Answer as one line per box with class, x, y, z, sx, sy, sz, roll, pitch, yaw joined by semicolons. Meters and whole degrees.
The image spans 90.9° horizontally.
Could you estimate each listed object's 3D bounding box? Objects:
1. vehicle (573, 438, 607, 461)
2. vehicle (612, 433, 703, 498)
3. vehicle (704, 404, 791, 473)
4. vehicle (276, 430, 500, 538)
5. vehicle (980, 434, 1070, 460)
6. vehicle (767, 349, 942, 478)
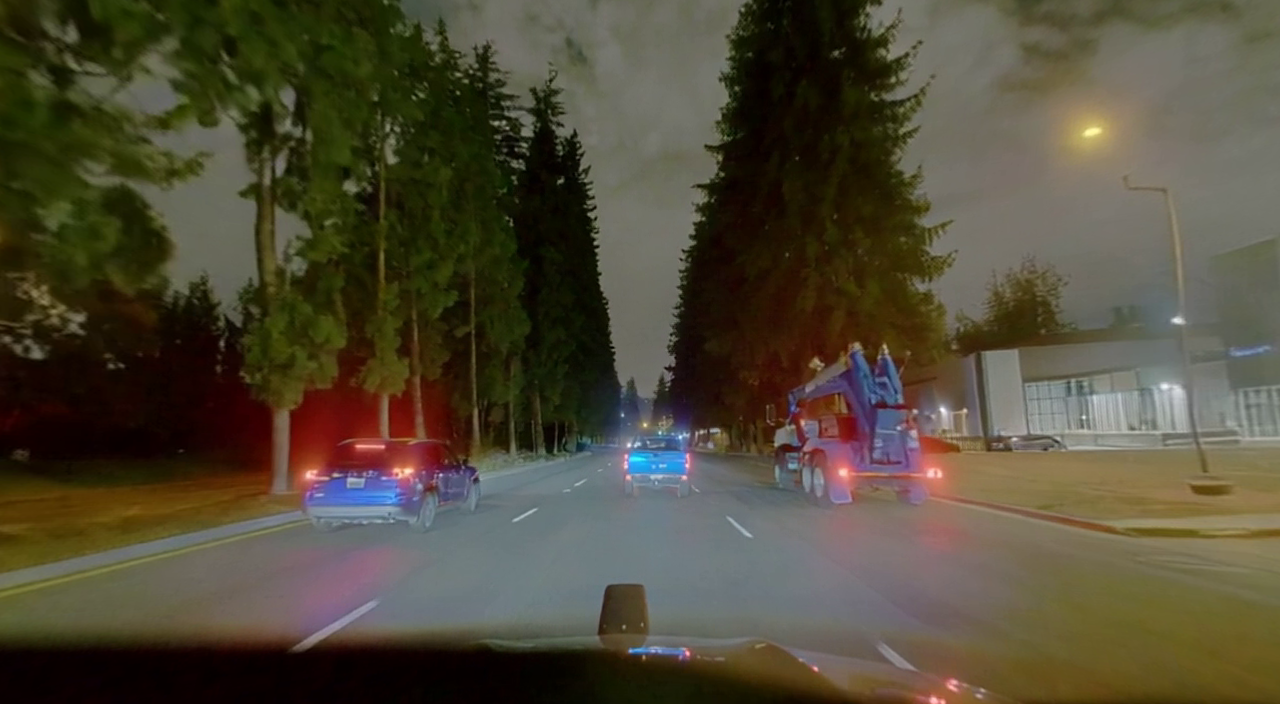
vehicle;-3.666;7.275;47.076;2.062;1.641;4.193;0;-8;2
vehicle;0.389;2.911;16.495;2.086;1.466;4.026;0;-8;0
vehicle;5.529;4.717;34.387;3.089;3.258;8.841;-1;-8;-1
vehicle;-4.114;2.225;11.384;2.003;1.507;4.808;0;-8;1
vehicle;25.152;6.226;41.402;1.955;1.599;4.618;4;-9;-26
vehicle;5.685;1.873;17.950;2.736;3.078;5.825;0;-8;-1
